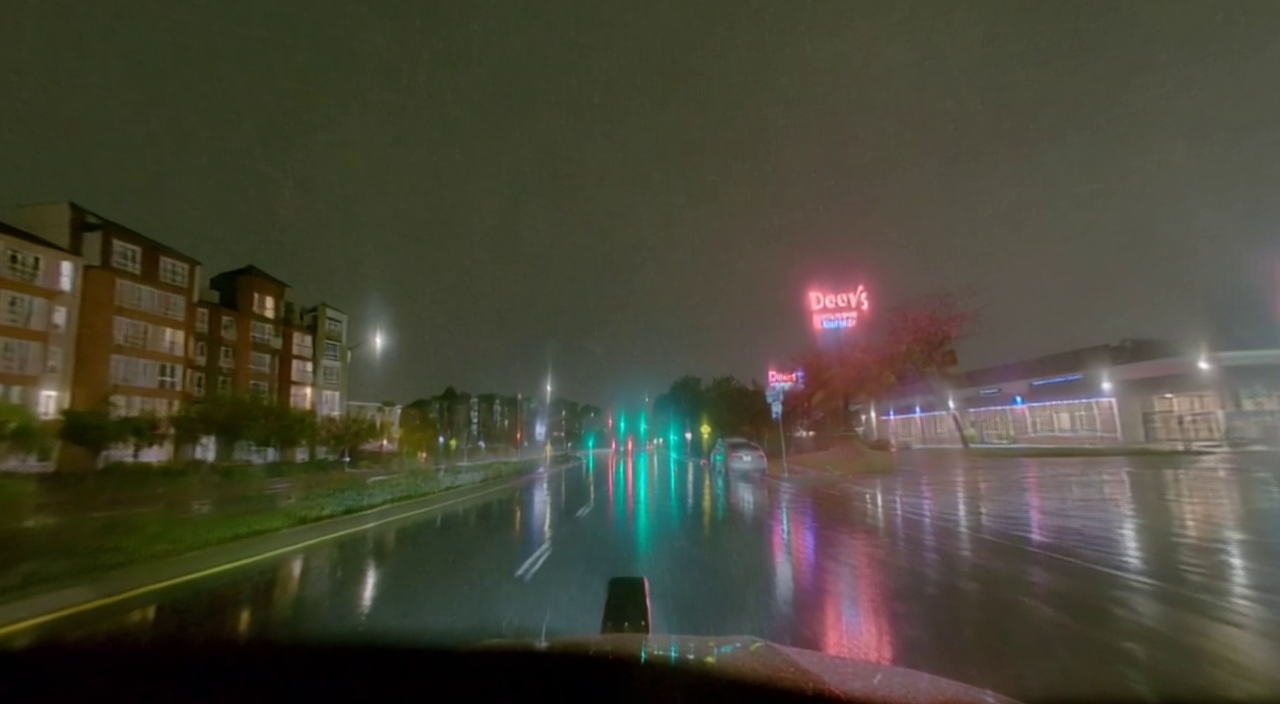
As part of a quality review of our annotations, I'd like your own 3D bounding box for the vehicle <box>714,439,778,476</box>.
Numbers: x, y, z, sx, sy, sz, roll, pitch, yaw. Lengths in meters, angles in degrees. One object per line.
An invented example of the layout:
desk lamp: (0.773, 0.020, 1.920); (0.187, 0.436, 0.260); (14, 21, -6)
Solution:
vehicle: (4.725, 4.780, 28.857); (2.085, 1.509, 5.134); (0, -8, 1)
